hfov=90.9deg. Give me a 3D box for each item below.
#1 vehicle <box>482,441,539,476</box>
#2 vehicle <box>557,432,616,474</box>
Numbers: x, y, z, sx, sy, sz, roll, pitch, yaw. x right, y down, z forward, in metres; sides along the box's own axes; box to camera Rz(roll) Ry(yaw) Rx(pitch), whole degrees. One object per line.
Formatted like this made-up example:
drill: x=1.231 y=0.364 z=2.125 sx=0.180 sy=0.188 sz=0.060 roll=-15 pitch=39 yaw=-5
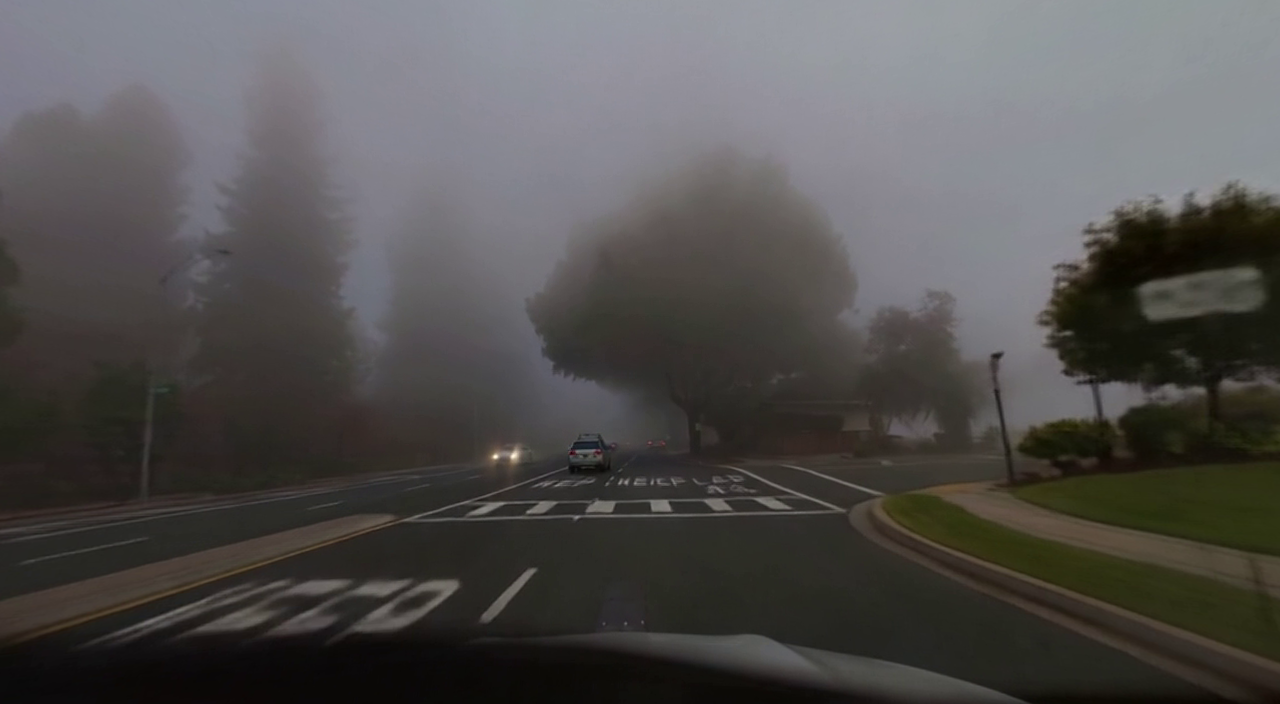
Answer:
vehicle: x=-6.180 y=5.142 z=30.611 sx=1.972 sy=1.514 sz=4.241 roll=1 pitch=-9 yaw=-2
vehicle: x=-2.358 y=4.623 z=28.981 sx=2.190 sy=1.766 sz=4.394 roll=0 pitch=-8 yaw=1
